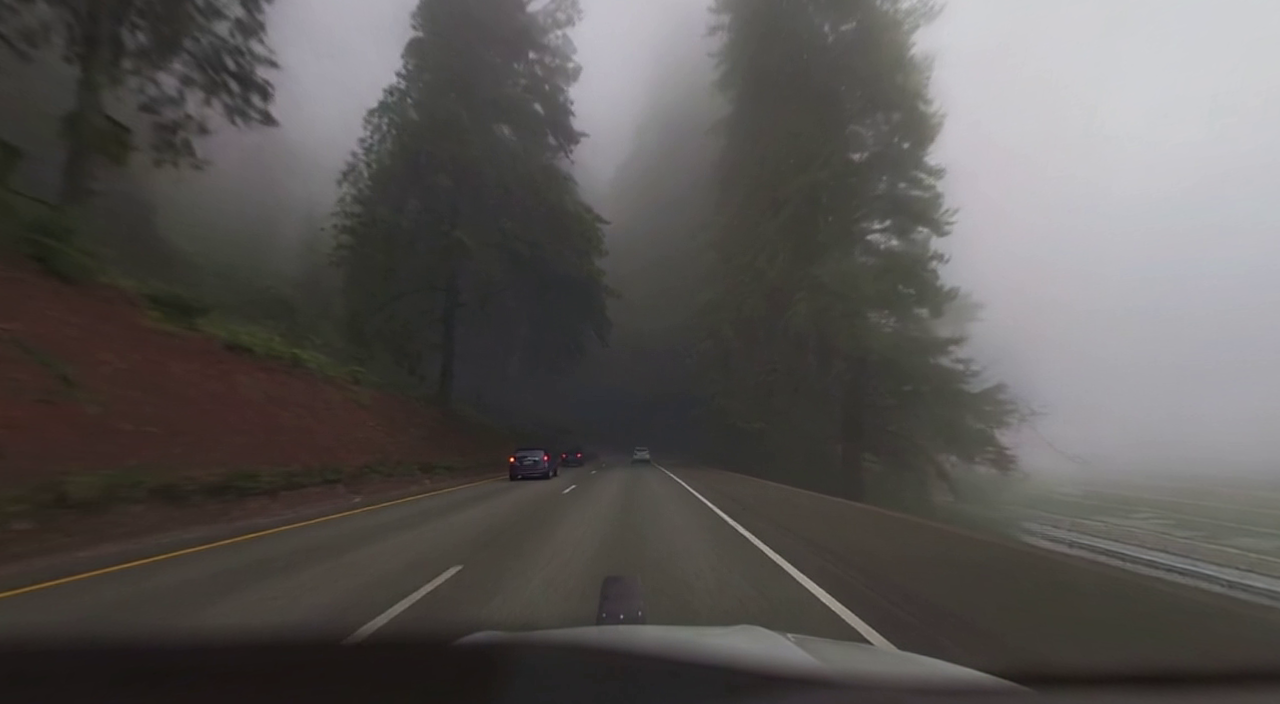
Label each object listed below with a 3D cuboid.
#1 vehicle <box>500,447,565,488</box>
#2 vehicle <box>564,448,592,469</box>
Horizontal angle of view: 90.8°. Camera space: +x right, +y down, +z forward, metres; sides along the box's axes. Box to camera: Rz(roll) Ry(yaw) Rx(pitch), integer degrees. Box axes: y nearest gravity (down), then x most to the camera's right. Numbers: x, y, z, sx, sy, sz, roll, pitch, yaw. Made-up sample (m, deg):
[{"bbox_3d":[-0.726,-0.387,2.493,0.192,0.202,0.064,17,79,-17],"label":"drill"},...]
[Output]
[{"bbox_3d":[-4.177,4.528,25.081,1.897,1.481,3.859,0,-9,0],"label":"vehicle"},{"bbox_3d":[-4.761,8.241,49.010,1.838,1.508,4.317,0,-9,-1],"label":"vehicle"}]
